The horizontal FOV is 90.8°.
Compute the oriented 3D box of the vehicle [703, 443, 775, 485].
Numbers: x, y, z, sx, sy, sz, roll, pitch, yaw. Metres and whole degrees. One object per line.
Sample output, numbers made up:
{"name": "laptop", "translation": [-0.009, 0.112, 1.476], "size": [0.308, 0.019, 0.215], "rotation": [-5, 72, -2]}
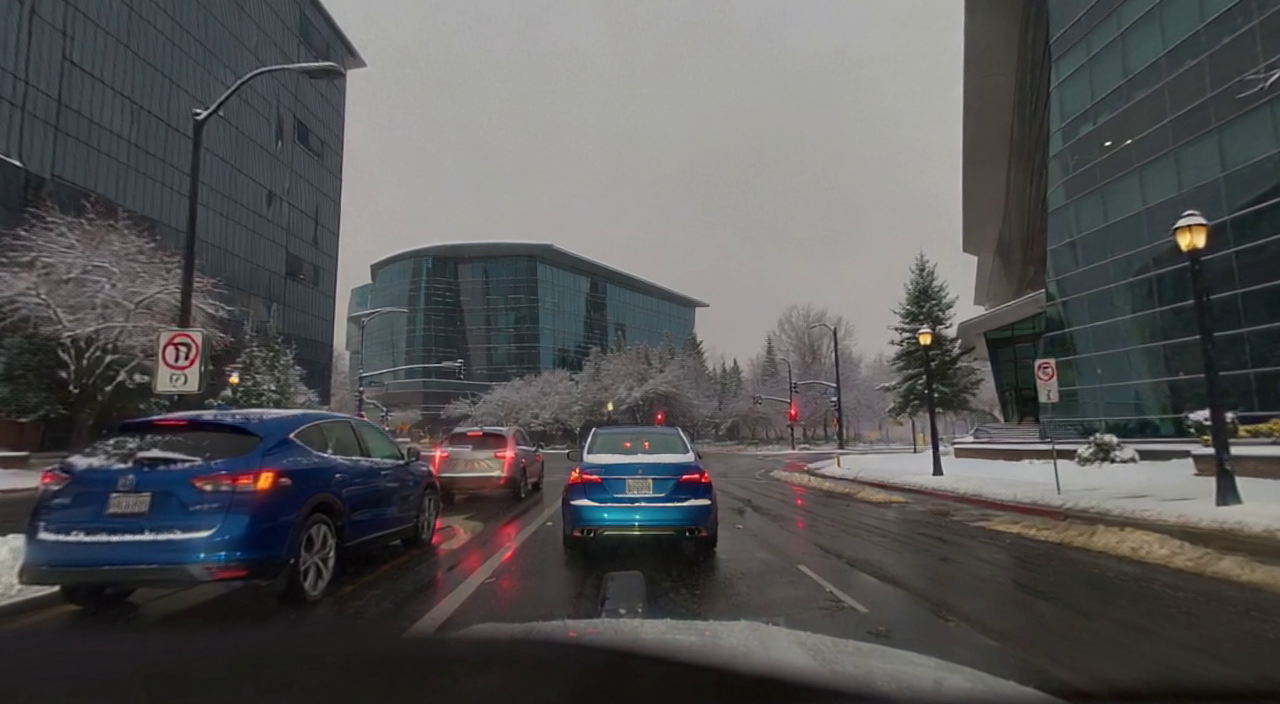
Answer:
{"name": "vehicle", "translation": [3.716, 4.265, 24.460], "size": [2.082, 1.445, 4.426], "rotation": [0, -8, 0]}

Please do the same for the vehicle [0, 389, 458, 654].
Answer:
{"name": "vehicle", "translation": [-3.560, 1.415, 6.338], "size": [2.083, 1.691, 4.398], "rotation": [0, -8, 1]}

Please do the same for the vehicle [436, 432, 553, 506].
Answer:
{"name": "vehicle", "translation": [-3.616, 2.992, 16.585], "size": [2.068, 1.678, 4.199], "rotation": [0, -8, 0]}

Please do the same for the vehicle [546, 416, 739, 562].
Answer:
{"name": "vehicle", "translation": [0.006, 1.879, 9.397], "size": [2.207, 1.659, 4.155], "rotation": [0, -8, -1]}
